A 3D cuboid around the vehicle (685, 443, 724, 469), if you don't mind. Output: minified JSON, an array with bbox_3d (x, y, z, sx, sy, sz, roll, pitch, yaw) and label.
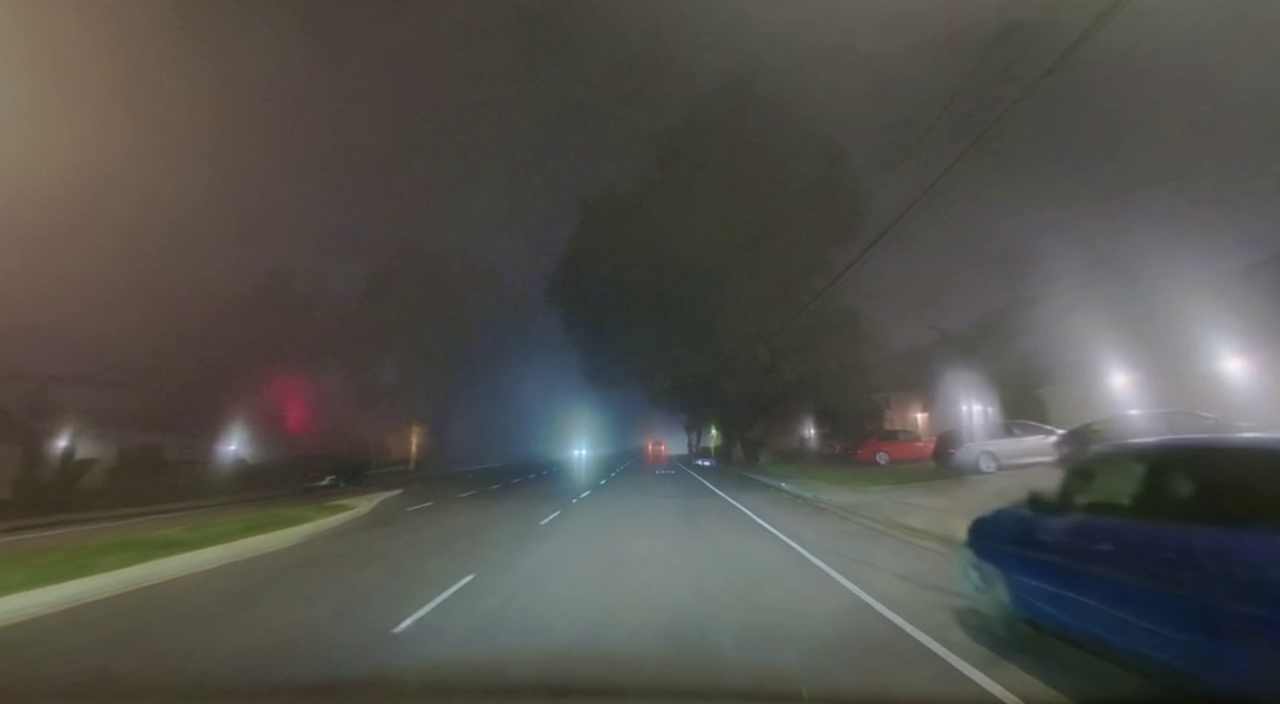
[{"bbox_3d":[4.052,6.646,40.587,2.104,1.524,4.524,1,-8,1],"label":"vehicle"}]

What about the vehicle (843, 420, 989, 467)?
[{"bbox_3d":[11.946,3.973,27.566,5.283,1.570,2.122,-4,-8,-2],"label":"vehicle"}]

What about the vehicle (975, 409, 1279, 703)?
[{"bbox_3d":[3.269,0.941,2.161,2.016,1.477,4.207,0,-8,2],"label":"vehicle"}]

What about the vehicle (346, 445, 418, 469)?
[{"bbox_3d":[-20.269,8.285,49.800,4.753,1.796,2.101,-1,-8,6],"label":"vehicle"}]

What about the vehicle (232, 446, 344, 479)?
[{"bbox_3d":[-19.799,6.221,35.737,5.044,1.782,2.152,0,-8,3],"label":"vehicle"}]
